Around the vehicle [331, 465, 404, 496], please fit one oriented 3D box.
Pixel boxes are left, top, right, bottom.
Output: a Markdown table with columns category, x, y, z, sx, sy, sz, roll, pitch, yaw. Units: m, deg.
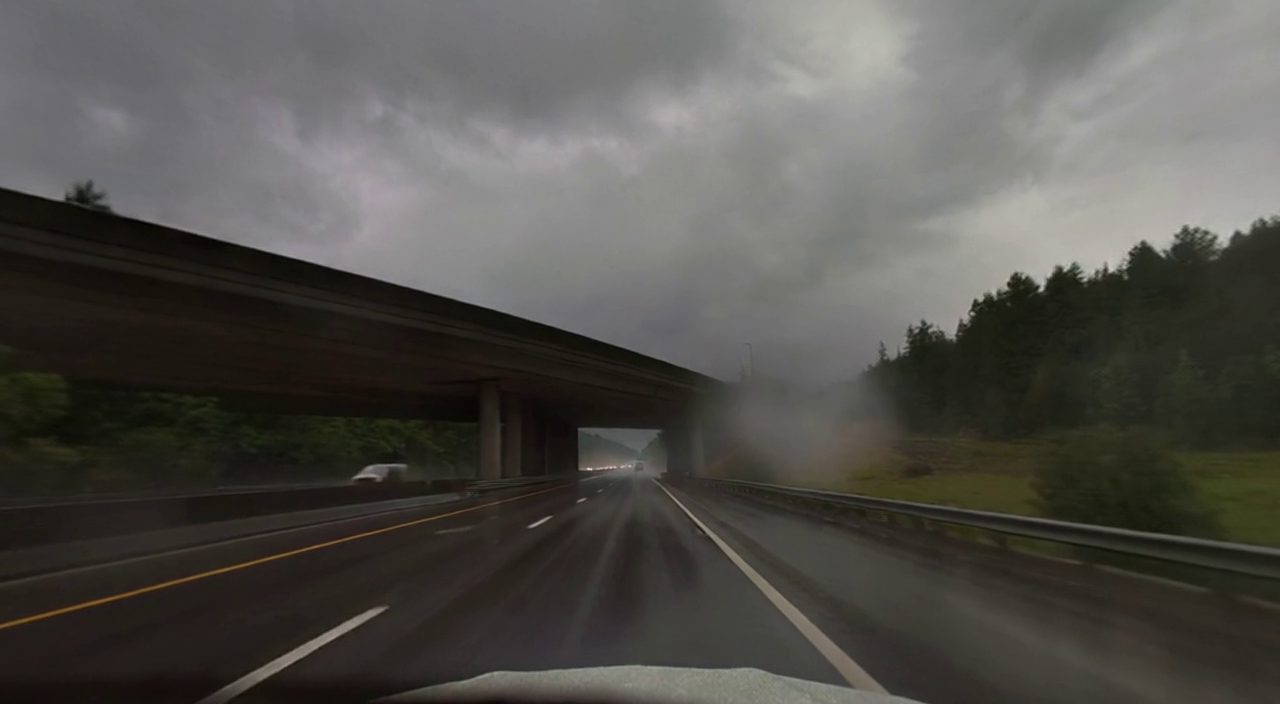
| category | x | y | z | sx | sy | sz | roll | pitch | yaw |
| --- | --- | --- | --- | --- | --- | --- | --- | --- | --- |
| vehicle | -15.491 | 7.308 | 36.145 | 2.132 | 1.603 | 4.583 | 1 | -10 | 0 |
